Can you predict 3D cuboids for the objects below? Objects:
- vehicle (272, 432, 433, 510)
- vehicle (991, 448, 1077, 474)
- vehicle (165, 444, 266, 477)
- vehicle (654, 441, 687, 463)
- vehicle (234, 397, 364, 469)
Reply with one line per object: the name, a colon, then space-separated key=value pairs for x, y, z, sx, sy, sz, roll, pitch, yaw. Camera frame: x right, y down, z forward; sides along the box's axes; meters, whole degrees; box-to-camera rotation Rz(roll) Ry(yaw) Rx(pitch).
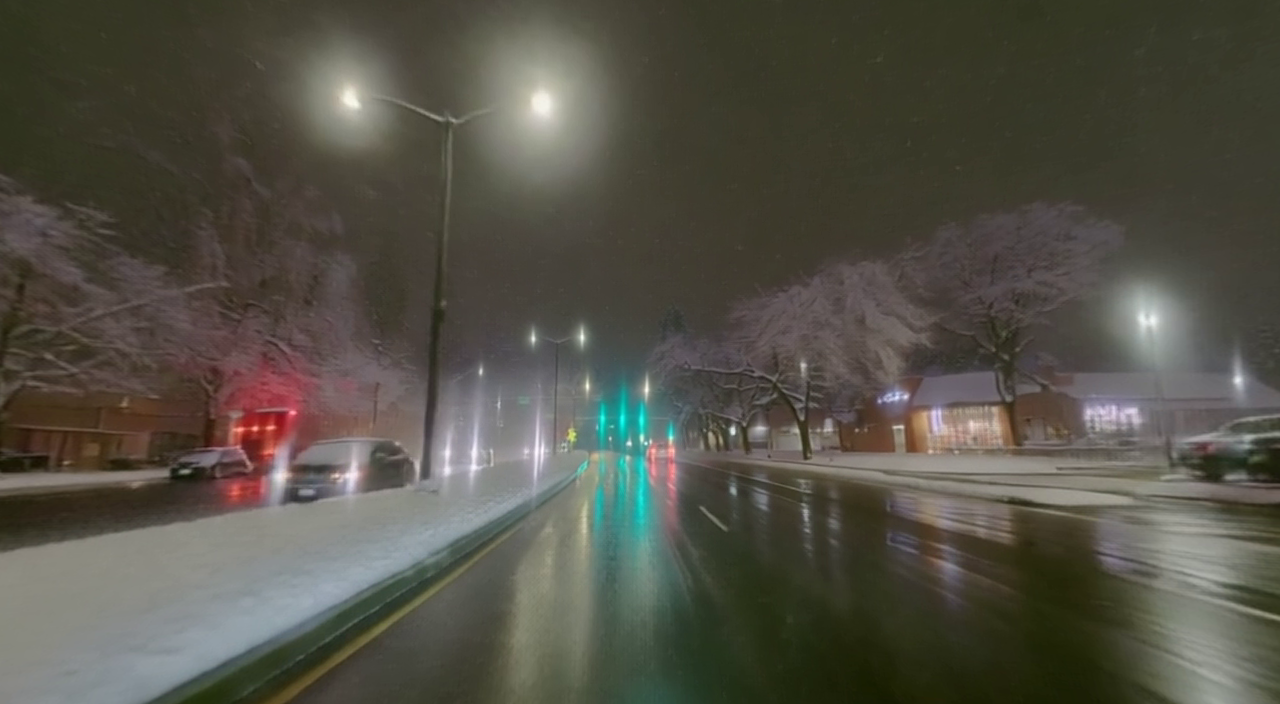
vehicle: x=-6.875 y=2.849 z=15.890 sx=2.180 sy=1.556 sz=5.130 roll=2 pitch=-7 yaw=-7
vehicle: x=24.326 y=6.691 z=39.006 sx=4.458 sy=1.465 sz=1.875 roll=2 pitch=-9 yaw=-15
vehicle: x=-20.364 y=5.198 z=30.575 sx=2.068 sy=1.408 sz=4.399 roll=-1 pitch=-8 yaw=-3
vehicle: x=2.157 y=7.202 z=45.710 sx=1.913 sy=1.473 sz=4.360 roll=0 pitch=-8 yaw=-4
vehicle: x=-20.602 y=5.072 z=39.060 sx=3.154 sy=3.917 sz=9.345 roll=0 pitch=-8 yaw=-3
